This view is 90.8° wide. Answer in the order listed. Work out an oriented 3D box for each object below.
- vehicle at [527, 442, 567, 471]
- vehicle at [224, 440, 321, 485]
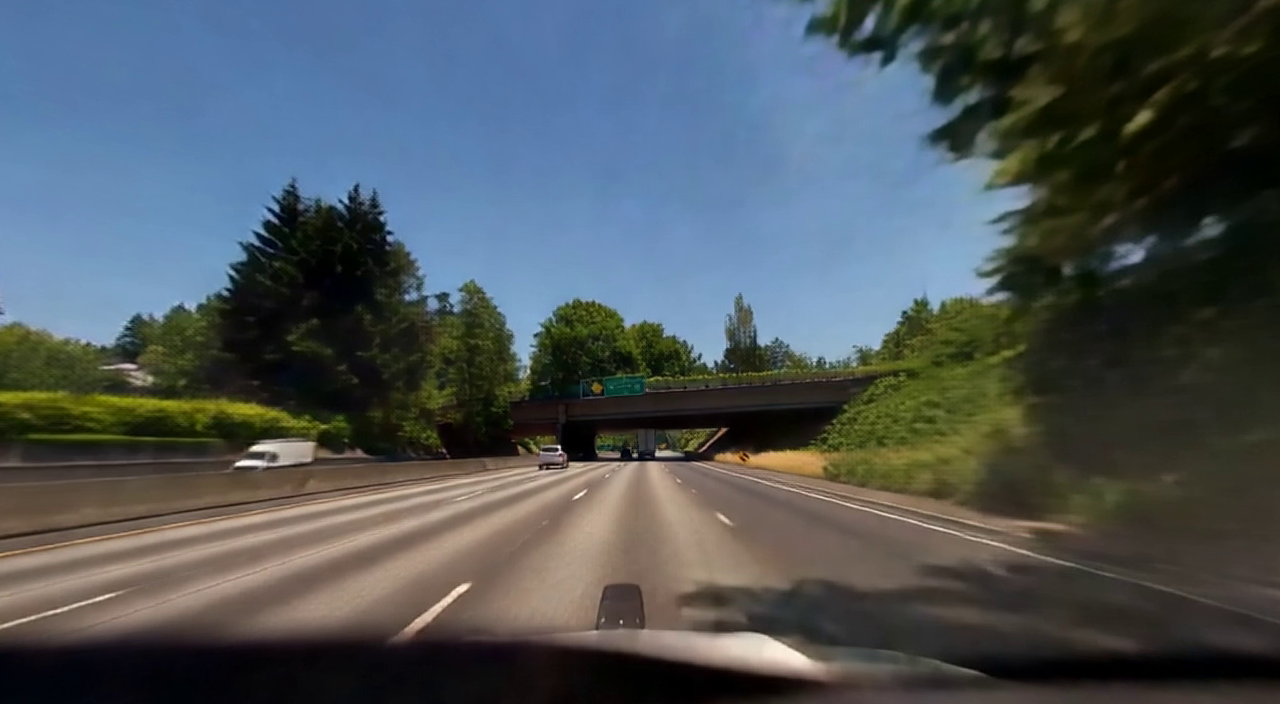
[{"bbox_3d":[-6.756,7.674,46.438,2.195,1.940,5.154,0,-9,0],"label":"vehicle"},{"bbox_3d":[-22.566,6.788,39.113,2.360,2.500,5.895,0,-9,0],"label":"vehicle"}]
